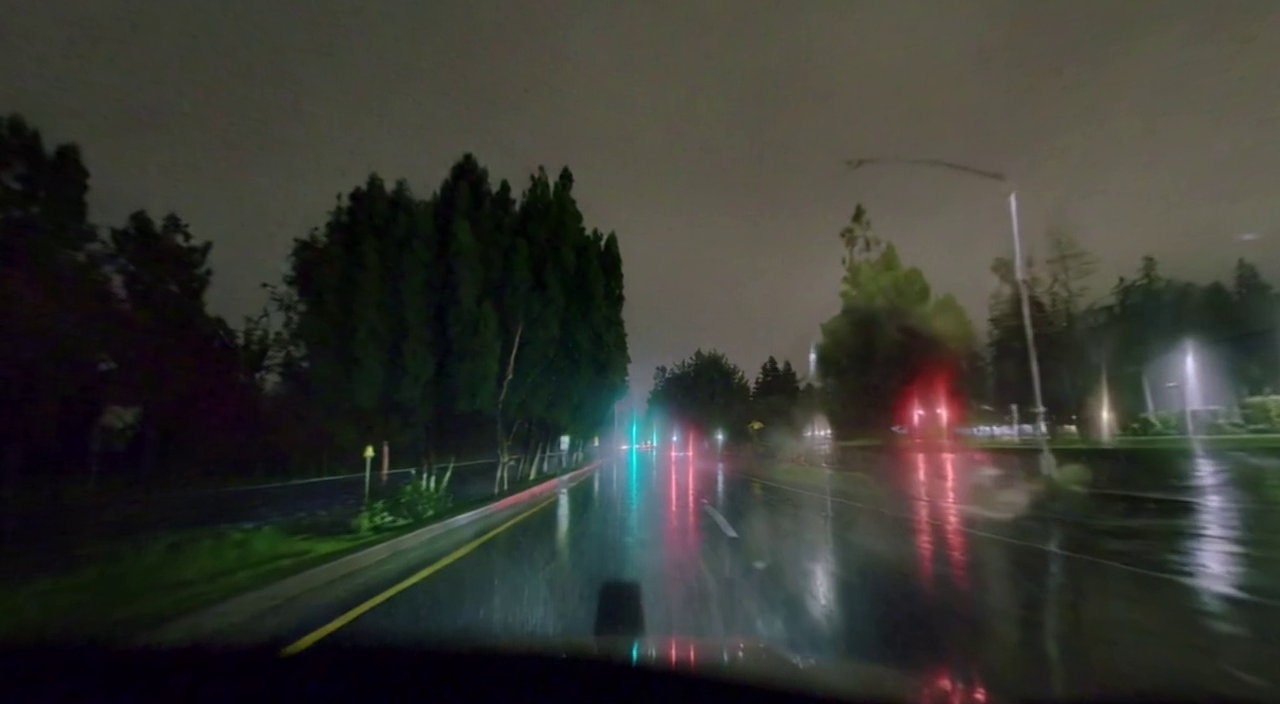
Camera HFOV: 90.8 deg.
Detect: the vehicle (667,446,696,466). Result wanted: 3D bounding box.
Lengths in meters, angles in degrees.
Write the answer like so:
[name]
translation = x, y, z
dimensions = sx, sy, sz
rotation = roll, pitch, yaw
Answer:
[vehicle]
translation = 3.199, 8.100, 49.547
dimensions = 1.925, 1.488, 4.271
rotation = 0, -8, -1
